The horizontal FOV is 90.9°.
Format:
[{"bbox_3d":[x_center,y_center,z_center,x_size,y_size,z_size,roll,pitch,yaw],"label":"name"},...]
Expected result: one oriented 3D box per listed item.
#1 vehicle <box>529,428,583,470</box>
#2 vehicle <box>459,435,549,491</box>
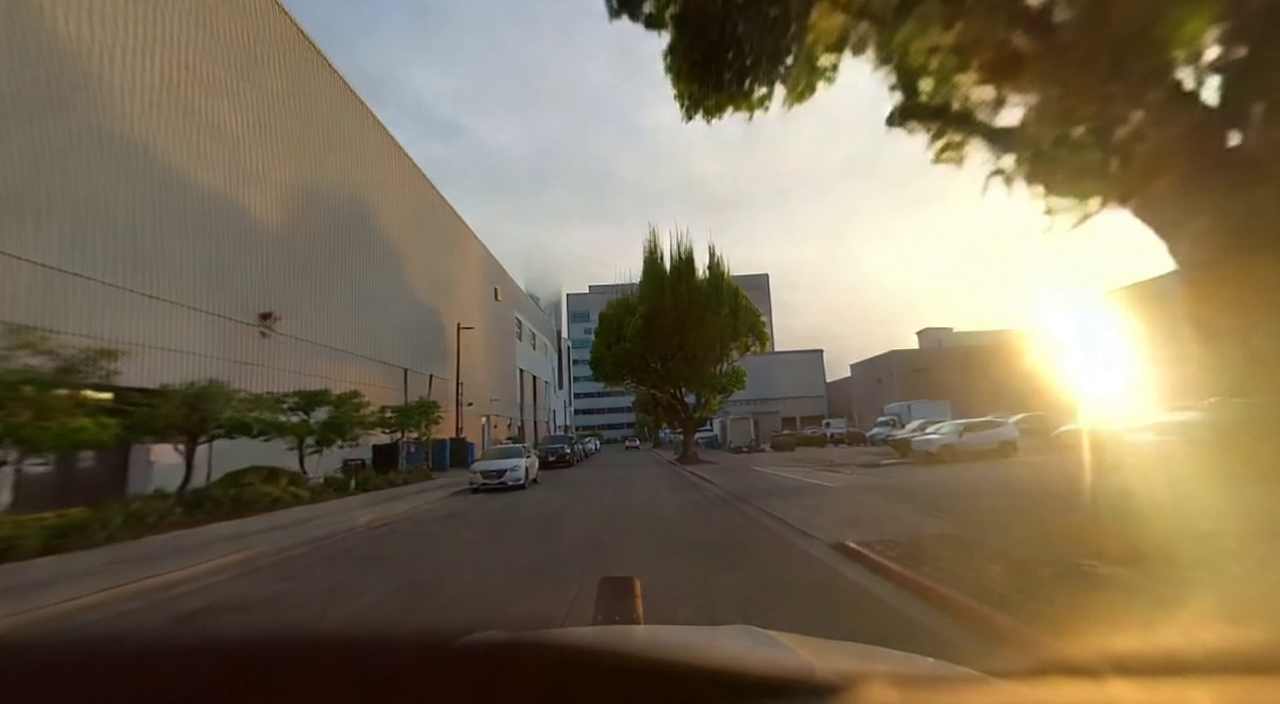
[{"bbox_3d":[-4.308,5.141,33.059,2.161,1.843,5.181,-4,-10,-2],"label":"vehicle"},{"bbox_3d":[-4.393,3.686,21.068,2.040,1.501,4.440,-4,-9,-1],"label":"vehicle"}]
